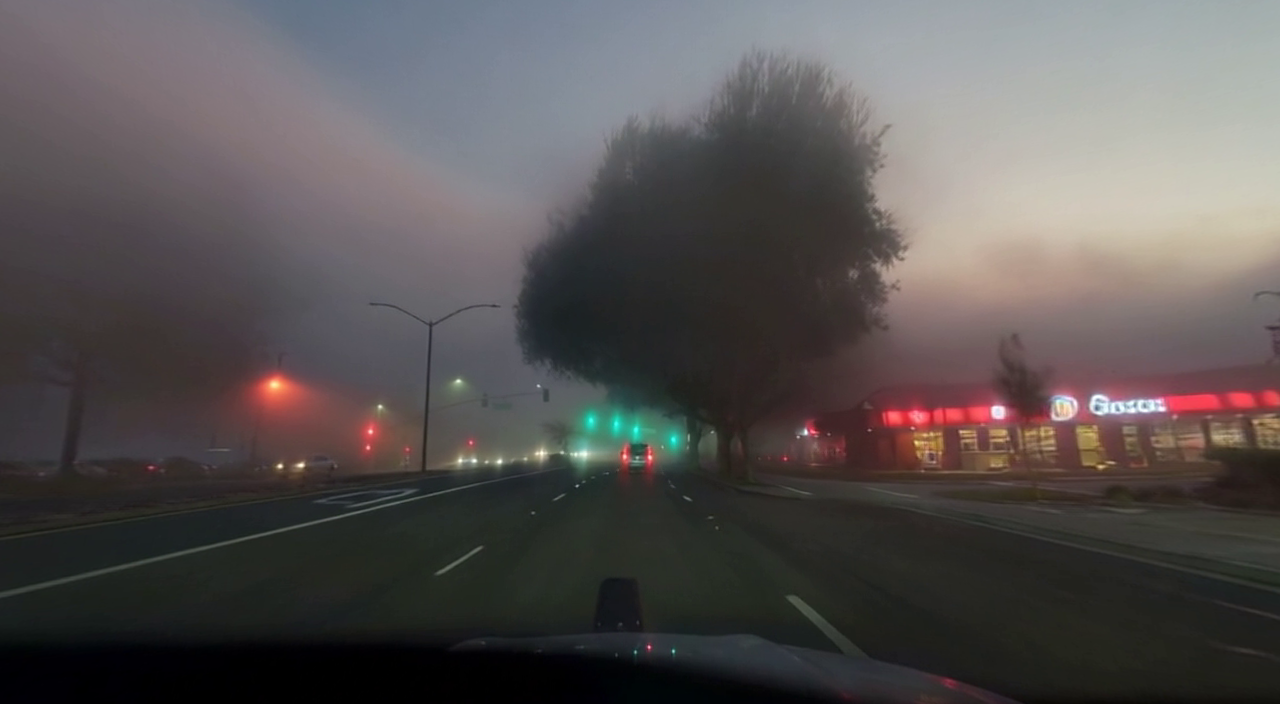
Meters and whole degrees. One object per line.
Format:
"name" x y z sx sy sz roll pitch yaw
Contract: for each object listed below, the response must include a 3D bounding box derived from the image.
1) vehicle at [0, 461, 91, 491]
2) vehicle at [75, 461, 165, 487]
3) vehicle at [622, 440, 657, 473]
"vehicle" -32.170 6.560 33.587 4.063 1.479 1.939 0 -9 -2
"vehicle" -32.159 7.528 39.131 3.791 1.473 1.942 0 -9 -2
"vehicle" 0.001 6.534 39.689 2.096 1.961 4.259 0 -9 1
